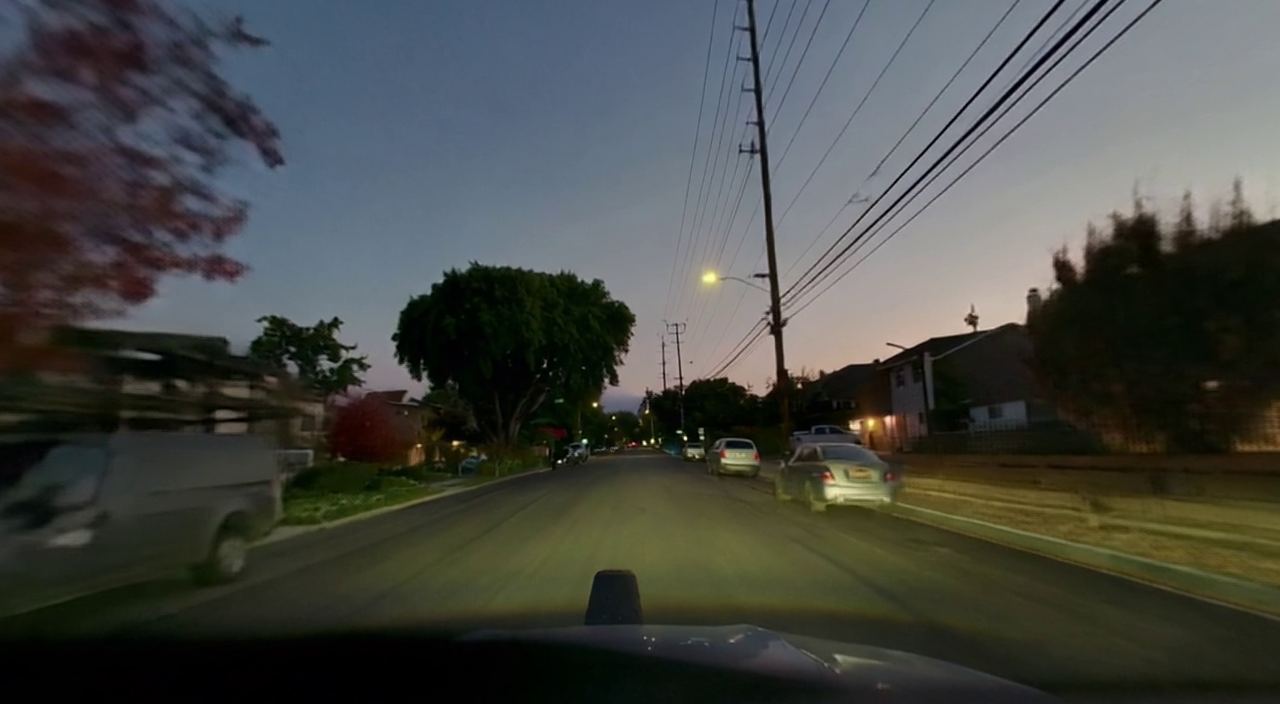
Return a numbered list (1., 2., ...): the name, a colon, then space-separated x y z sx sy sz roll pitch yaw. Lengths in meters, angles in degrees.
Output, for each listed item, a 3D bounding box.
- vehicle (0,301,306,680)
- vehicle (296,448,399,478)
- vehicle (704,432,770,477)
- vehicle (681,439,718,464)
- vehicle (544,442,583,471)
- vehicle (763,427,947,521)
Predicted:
1. vehicle: -6.060 1.300 6.192 2.313 2.875 6.057 -3 -8 0
2. vehicle: -19.402 7.349 42.065 5.746 1.830 2.162 0 -8 -1
3. vehicle: 4.021 4.350 26.997 2.105 1.755 4.749 0 -8 1
4. vehicle: 4.103 6.904 44.050 2.040 1.640 4.153 0 -8 -2
5. vehicle: -5.692 7.817 47.631 2.213 1.786 4.674 -6 -8 -1
6. vehicle: 4.023 2.365 12.845 2.016 1.544 4.645 0 -8 -1
